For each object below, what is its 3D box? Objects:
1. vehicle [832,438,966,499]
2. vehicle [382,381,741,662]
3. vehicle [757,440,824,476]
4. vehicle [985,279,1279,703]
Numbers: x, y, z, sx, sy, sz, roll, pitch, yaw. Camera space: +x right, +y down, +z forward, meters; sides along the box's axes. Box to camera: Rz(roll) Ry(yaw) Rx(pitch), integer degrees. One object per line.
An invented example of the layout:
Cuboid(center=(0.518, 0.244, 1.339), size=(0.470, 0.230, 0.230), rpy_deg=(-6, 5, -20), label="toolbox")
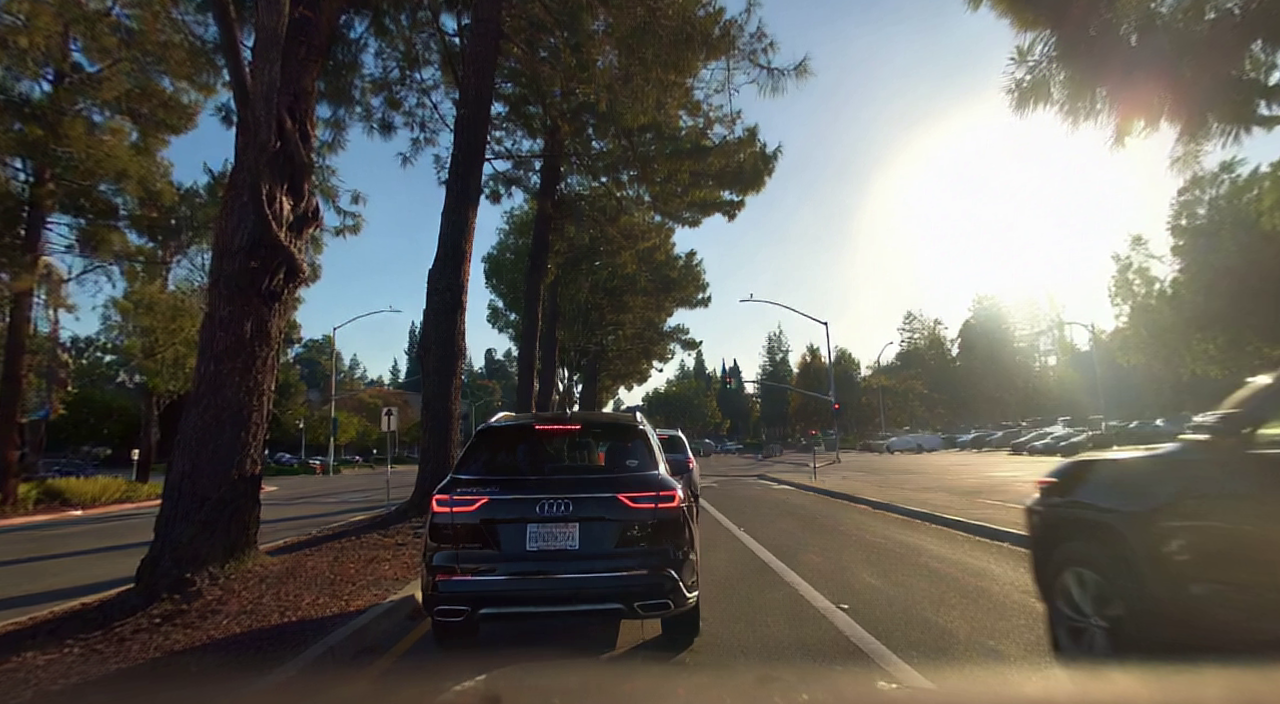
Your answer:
Cuboid(center=(7.013, 3.186, 17.703), size=(1.890, 1.489, 4.415), rpy_deg=(0, -9, 0), label="vehicle")
Cuboid(center=(-0.429, 1.353, 6.093), size=(2.201, 1.709, 4.271), rpy_deg=(0, -9, 2), label="vehicle")
Cuboid(center=(6.696, 4.752, 28.646), size=(1.917, 1.489, 4.625), rpy_deg=(0, -9, 0), label="vehicle")
Cuboid(center=(3.428, 0.607, 1.659), size=(2.200, 1.909, 4.853), rpy_deg=(0, -9, -1), label="vehicle")
